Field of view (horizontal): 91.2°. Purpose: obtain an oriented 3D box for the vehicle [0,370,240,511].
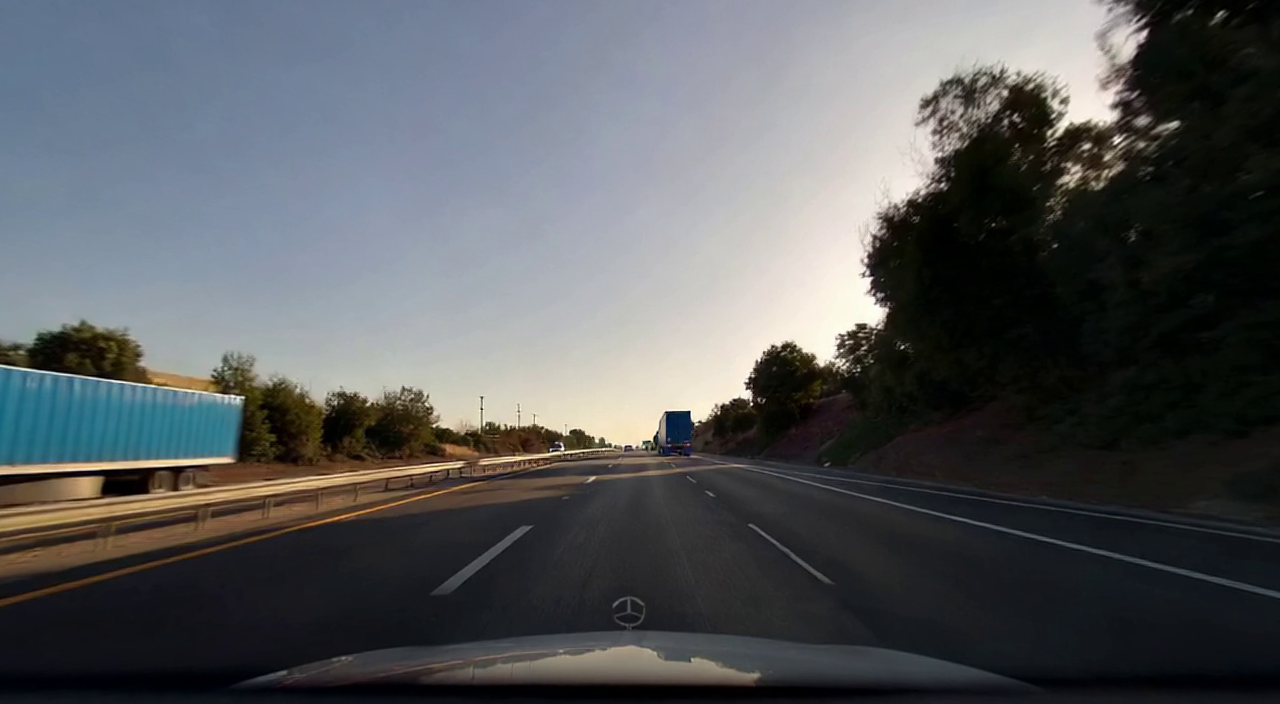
[{"bbox_3d":[-18.878,3.197,22.604,2.976,4.034,8.952,0,-9,0],"label":"vehicle"}]
